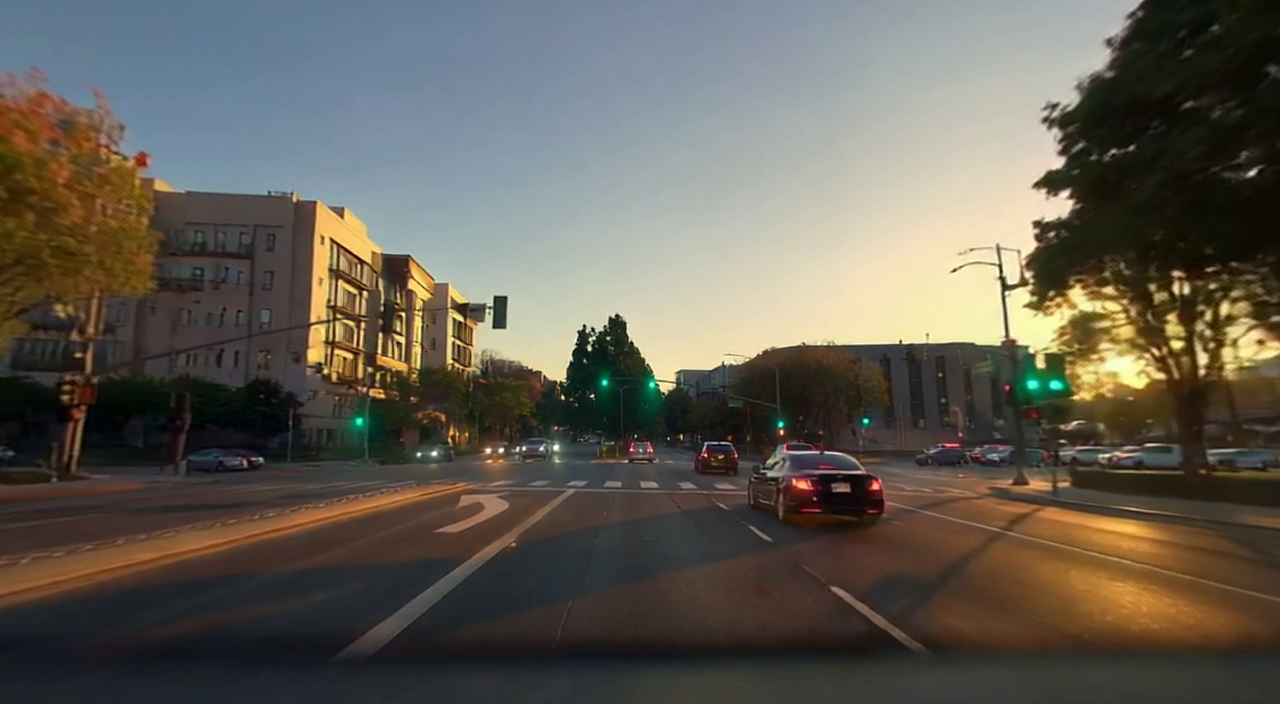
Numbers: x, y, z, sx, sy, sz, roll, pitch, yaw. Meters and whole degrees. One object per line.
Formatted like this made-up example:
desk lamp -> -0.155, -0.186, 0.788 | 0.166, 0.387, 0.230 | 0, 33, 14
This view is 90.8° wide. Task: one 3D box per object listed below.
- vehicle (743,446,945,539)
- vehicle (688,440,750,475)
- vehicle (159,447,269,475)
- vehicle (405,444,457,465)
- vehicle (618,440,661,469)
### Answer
vehicle -> 3.306, 2.351, 11.340 | 2.080, 1.321, 4.382 | 0, -8, -1
vehicle -> 3.636, 4.926, 29.849 | 2.226, 1.490, 4.593 | 0, -8, -1
vehicle -> -23.911, 6.111, 35.592 | 4.751, 1.501, 2.147 | -1, -8, 5
vehicle -> -15.271, 7.477, 46.363 | 2.144, 1.463, 4.701 | 0, -8, 1
vehicle -> -0.036, 5.487, 34.046 | 2.143, 1.480, 4.006 | 0, -8, 0
